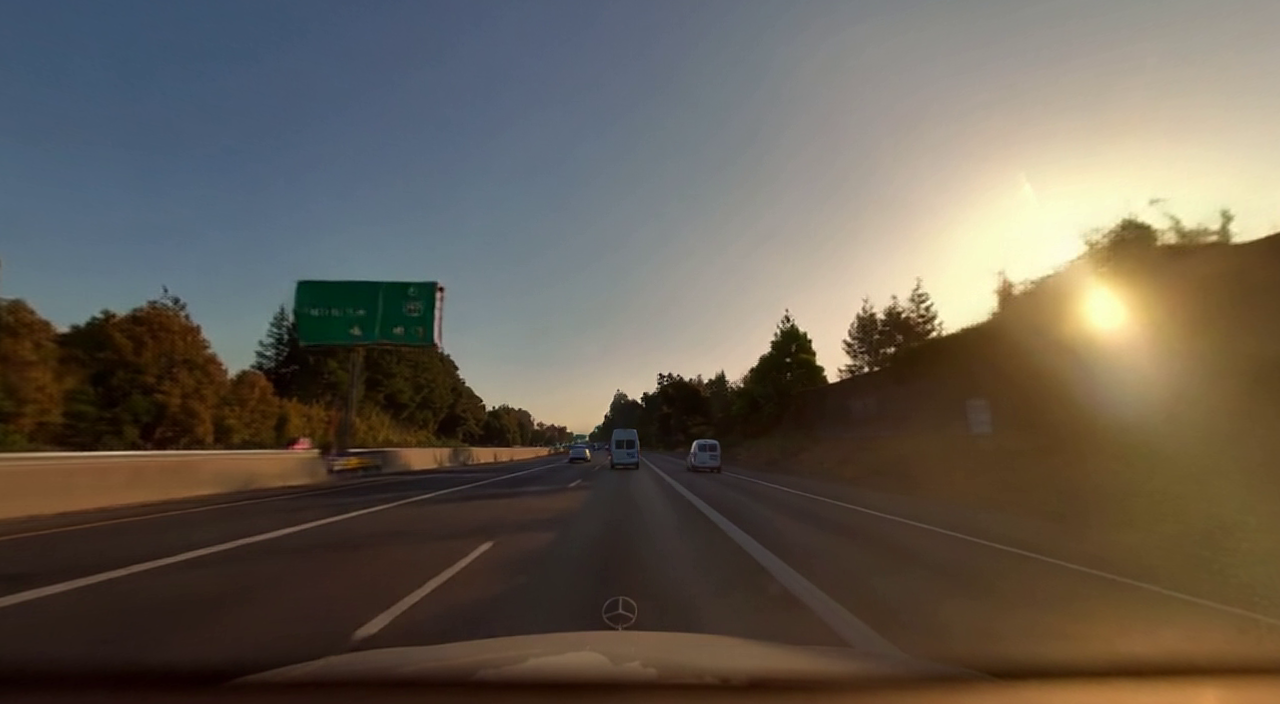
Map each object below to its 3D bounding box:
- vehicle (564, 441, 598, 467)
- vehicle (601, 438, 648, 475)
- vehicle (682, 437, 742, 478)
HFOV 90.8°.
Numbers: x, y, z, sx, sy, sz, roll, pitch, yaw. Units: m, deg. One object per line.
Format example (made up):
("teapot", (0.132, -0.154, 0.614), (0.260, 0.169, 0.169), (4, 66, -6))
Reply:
("vehicle", (-4.109, 7.231, 44.834), (2.023, 1.709, 4.263), (0, -8, 0))
("vehicle", (-0.780, 5.382, 32.718), (2.297, 1.783, 4.355), (0, -8, -1))
("vehicle", (3.233, 4.841, 29.238), (2.160, 1.759, 4.214), (0, -8, -2))
